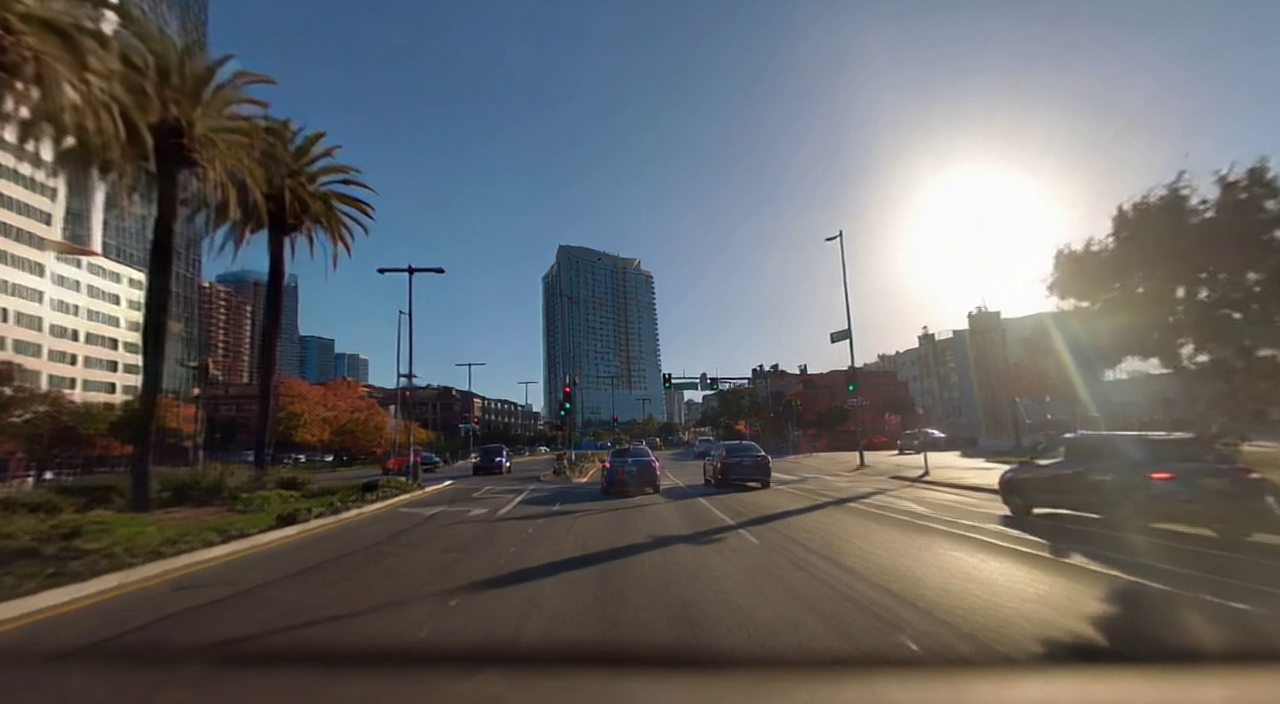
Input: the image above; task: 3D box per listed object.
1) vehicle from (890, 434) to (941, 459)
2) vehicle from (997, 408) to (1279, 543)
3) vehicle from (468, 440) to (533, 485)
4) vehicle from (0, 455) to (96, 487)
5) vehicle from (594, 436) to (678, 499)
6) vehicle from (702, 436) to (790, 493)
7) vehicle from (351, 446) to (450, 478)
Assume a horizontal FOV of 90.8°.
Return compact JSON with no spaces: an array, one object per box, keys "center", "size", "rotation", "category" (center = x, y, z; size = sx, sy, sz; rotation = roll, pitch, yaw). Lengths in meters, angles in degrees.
[{"center":[19.785,6.836,45.579],"size":[1.959,1.674,4.706],"rotation":[-1,-9,5],"category":"vehicle"},{"center":[8.155,1.891,10.276],"size":[2.000,1.685,4.487],"rotation":[0,-9,-1],"category":"vehicle"},{"center":[-5.164,4.124,23.940],"size":[1.977,1.501,4.435],"rotation":[1,-9,-7],"category":"vehicle"},{"center":[-38.327,7.546,40.275],"size":[5.791,1.900,2.283],"rotation":[-2,-9,12],"category":"vehicle"},{"center":[-0.144,3.091,17.274],"size":[2.048,1.503,3.681],"rotation":[0,-9,-2],"category":"vehicle"},{"center":[3.028,3.287,18.809],"size":[1.909,1.500,3.524],"rotation":[0,-9,-2],"category":"vehicle"},{"center":[-12.162,5.580,32.126],"size":[4.641,1.502,1.882],"rotation":[-4,-9,23],"category":"vehicle"}]
